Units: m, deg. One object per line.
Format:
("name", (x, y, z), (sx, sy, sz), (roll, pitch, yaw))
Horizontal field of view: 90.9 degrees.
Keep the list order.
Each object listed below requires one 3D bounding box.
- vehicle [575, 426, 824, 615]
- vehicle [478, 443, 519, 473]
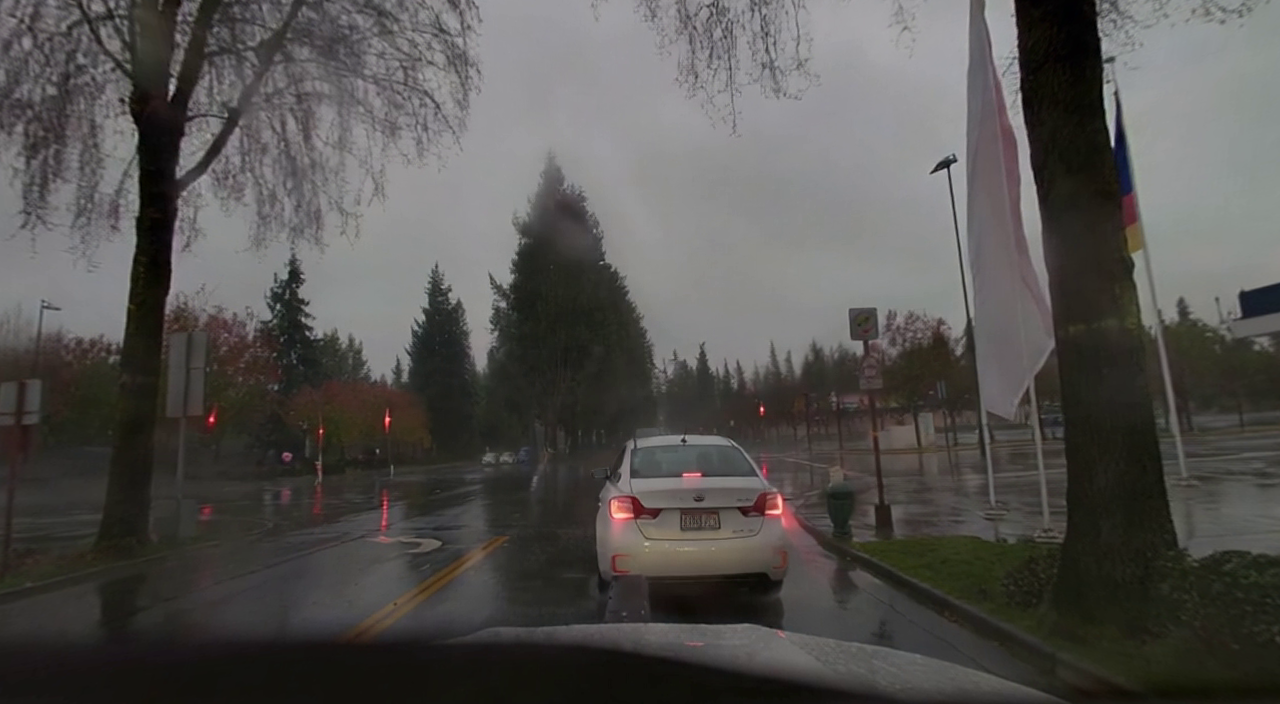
("vehicle", (0.383, 1.619, 6.892), (1.985, 1.463, 3.647), (0, -9, -3))
("vehicle", (-10.007, 7.513, 44.878), (2.212, 1.948, 4.537), (0, -9, -6))
